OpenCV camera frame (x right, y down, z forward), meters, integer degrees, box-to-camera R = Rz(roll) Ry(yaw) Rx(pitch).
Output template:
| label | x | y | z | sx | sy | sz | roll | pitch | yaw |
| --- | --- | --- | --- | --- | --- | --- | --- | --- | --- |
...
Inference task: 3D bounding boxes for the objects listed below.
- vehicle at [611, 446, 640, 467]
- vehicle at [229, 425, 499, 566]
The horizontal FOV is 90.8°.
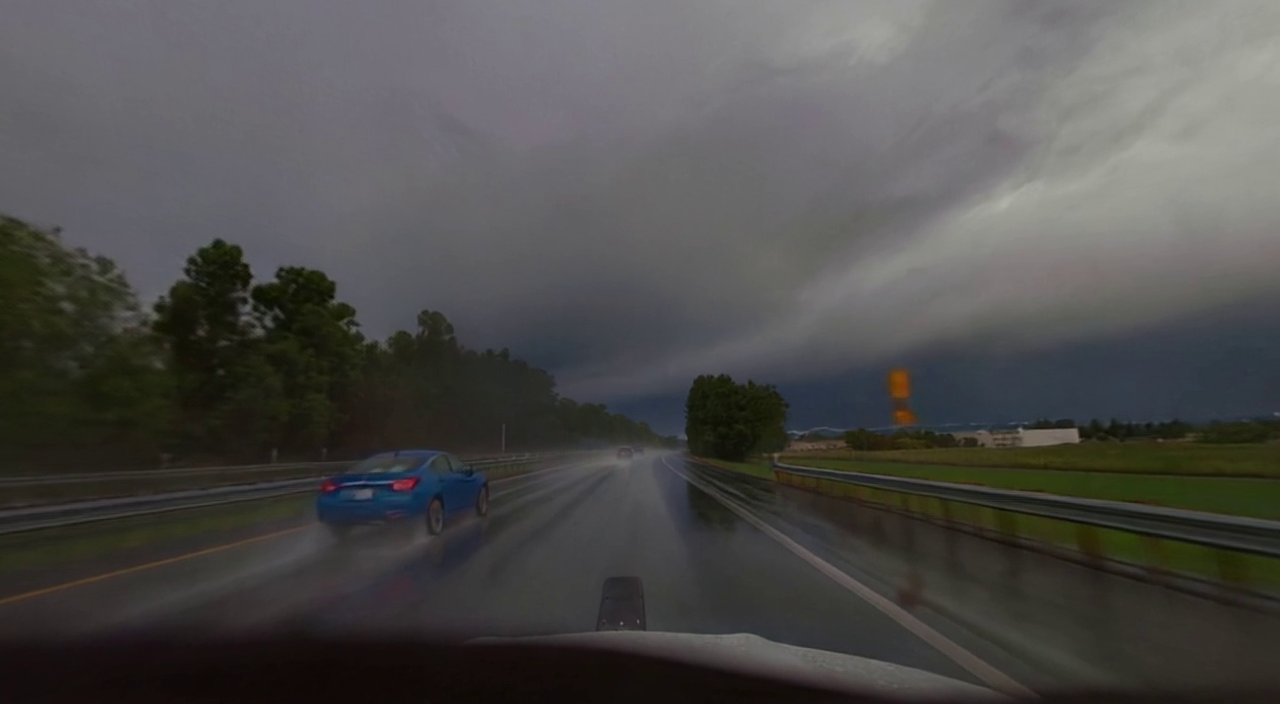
| label | x | y | z | sx | sy | sz | roll | pitch | yaw |
| --- | --- | --- | --- | --- | --- | --- | --- | --- | --- |
| vehicle | -1.017 | 7.508 | 45.513 | 1.917 | 1.450 | 3.997 | 0 | -8 | 2 |
| vehicle | -3.603 | 1.938 | 9.264 | 2.088 | 1.586 | 4.000 | 0 | -8 | 1 |
